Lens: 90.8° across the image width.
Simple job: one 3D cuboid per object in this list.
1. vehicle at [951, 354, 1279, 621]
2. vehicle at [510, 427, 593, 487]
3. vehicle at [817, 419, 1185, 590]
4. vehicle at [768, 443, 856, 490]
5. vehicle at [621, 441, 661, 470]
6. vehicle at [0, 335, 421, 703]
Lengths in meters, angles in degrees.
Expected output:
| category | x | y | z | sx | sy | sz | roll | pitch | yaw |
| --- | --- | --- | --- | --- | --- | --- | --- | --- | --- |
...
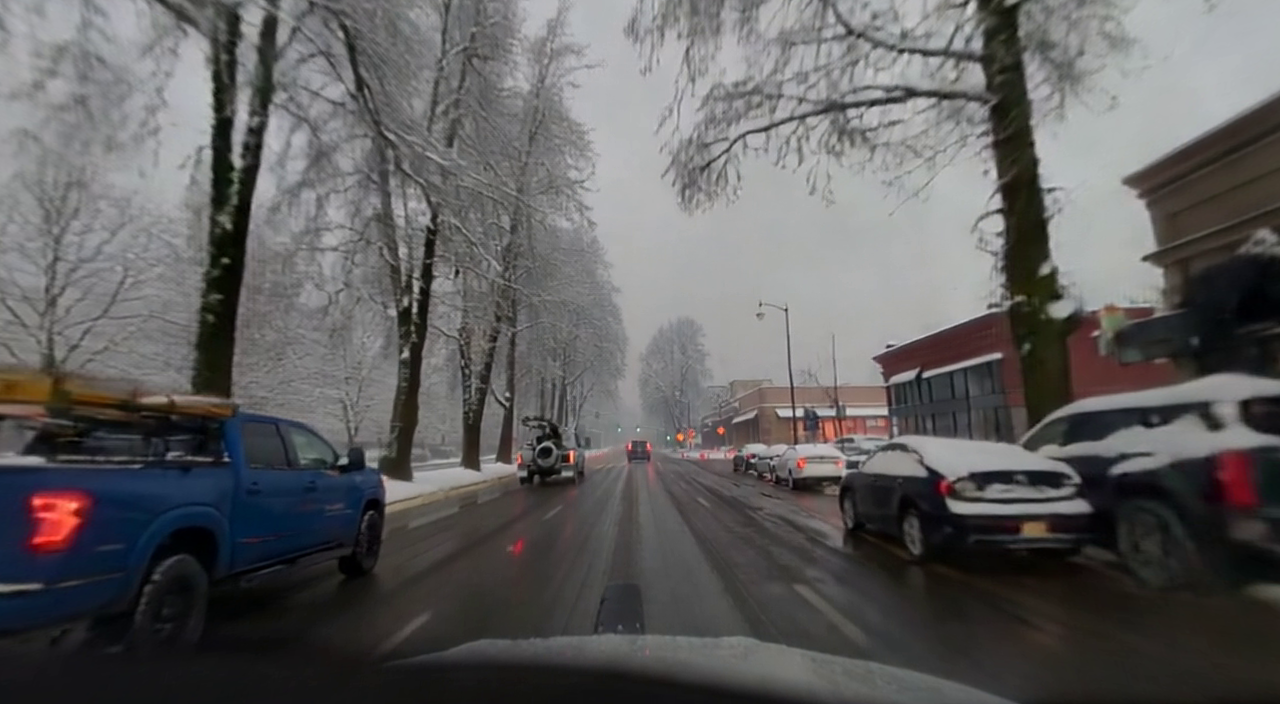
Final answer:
| category | x | y | z | sx | sy | sz | roll | pitch | yaw |
| --- | --- | --- | --- | --- | --- | --- | --- | --- | --- |
| vehicle | 6.681 | 1.482 | 7.874 | 2.921 | 2.166 | 5.422 | 0 | -9 | 2 |
| vehicle | -3.262 | 4.053 | 24.749 | 2.424 | 2.063 | 5.678 | 0 | -9 | 0 |
| vehicle | 4.073 | 1.784 | 8.295 | 2.082 | 1.601 | 4.451 | 0 | -9 | -2 |
| vehicle | 6.048 | 4.066 | 22.812 | 2.045 | 1.505 | 4.615 | -1 | -9 | 3 |
| vehicle | 0.006 | 6.729 | 41.271 | 2.413 | 1.748 | 4.406 | 0 | -9 | -2 |
| vehicle | -3.584 | 1.141 | 4.683 | 2.327 | 1.775 | 4.430 | 0 | -9 | 0 |
